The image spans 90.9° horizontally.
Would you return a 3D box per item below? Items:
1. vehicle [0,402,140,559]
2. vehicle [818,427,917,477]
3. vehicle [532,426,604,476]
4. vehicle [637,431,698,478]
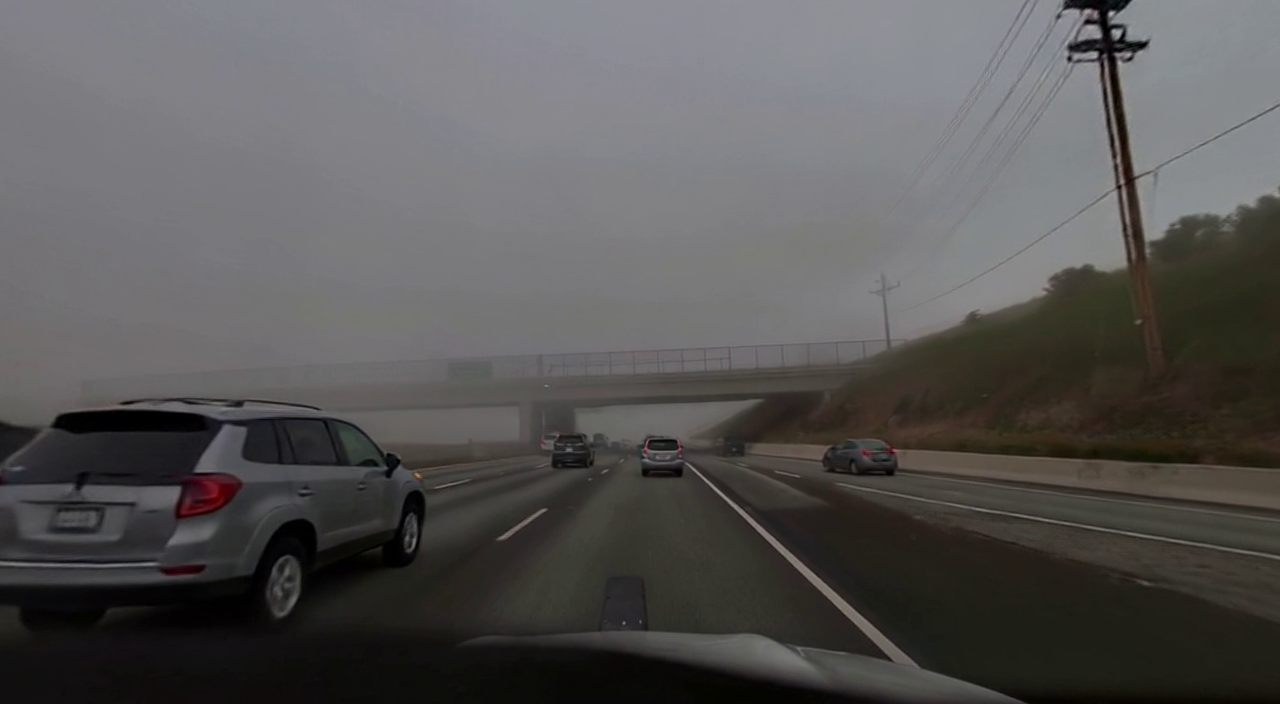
[{"bbox_3d":[-8.055,1.358,6.507,2.062,1.702,4.587,0,-8,-1],"label":"vehicle"},{"bbox_3d":[9.771,4.351,27.609,2.059,1.938,4.793,1,-8,-7],"label":"vehicle"},{"bbox_3d":[-2.883,4.118,26.414,2.228,1.845,4.847,-1,-8,2],"label":"vehicle"},{"bbox_3d":[0.982,3.984,24.729,2.193,1.651,3.946,0,-8,0],"label":"vehicle"}]
